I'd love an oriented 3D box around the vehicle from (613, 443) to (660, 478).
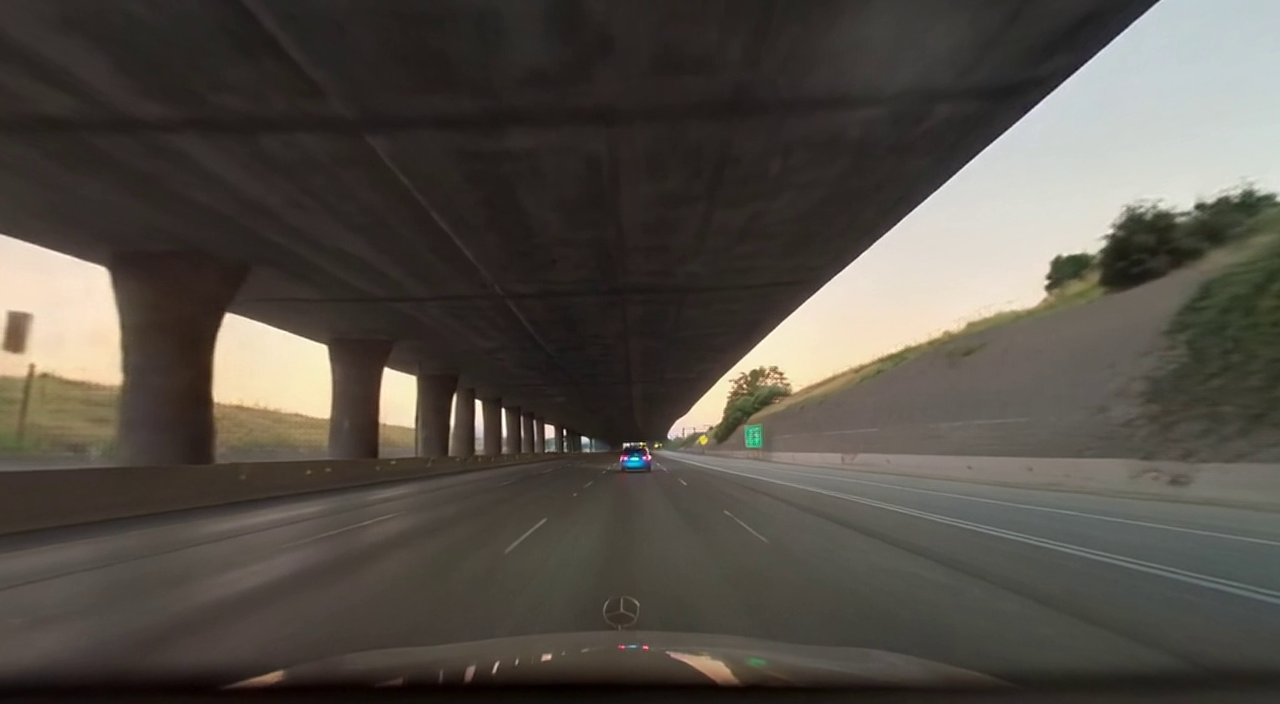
[{"bbox_3d":[-0.189,5.081,29.550,2.055,1.501,4.321,0,-9,-1],"label":"vehicle"}]
